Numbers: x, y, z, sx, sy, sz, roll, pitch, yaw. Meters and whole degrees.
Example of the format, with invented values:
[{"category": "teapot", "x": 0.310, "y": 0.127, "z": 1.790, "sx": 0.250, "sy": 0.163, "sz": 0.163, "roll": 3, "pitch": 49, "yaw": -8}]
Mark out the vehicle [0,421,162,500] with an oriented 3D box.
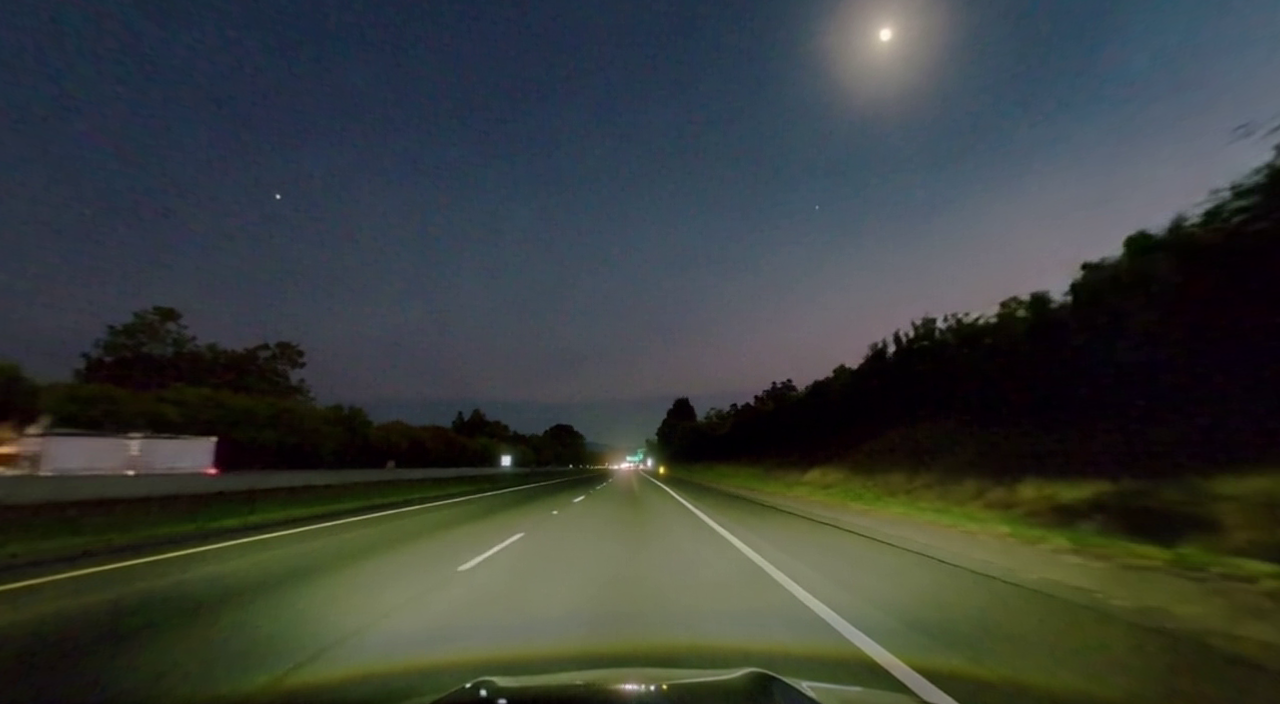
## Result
[{"category": "vehicle", "x": -24.776, "y": 4.711, "z": 27.170, "sx": 2.567, "sy": 2.922, "sz": 7.116, "roll": 1, "pitch": -11, "yaw": 0}]
